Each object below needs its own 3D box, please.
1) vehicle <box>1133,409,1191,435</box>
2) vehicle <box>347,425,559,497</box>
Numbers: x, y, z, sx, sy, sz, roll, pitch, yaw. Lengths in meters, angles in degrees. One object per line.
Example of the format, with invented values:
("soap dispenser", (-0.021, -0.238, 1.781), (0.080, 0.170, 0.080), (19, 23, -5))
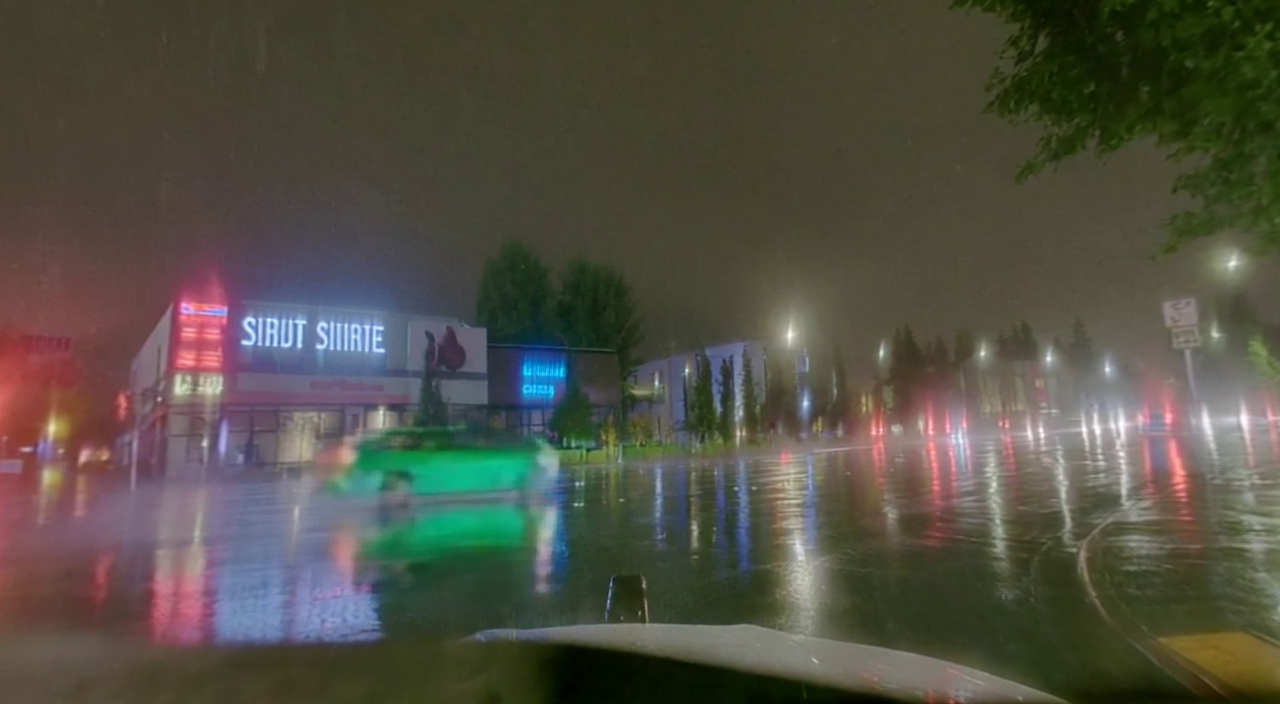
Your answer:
("vehicle", (39.662, 5.350, 47.978), (4.689, 1.758, 2.146), (6, -11, -36))
("vehicle", (-4.362, 2.555, 15.130), (4.442, 1.458, 1.902), (6, -11, -36))
